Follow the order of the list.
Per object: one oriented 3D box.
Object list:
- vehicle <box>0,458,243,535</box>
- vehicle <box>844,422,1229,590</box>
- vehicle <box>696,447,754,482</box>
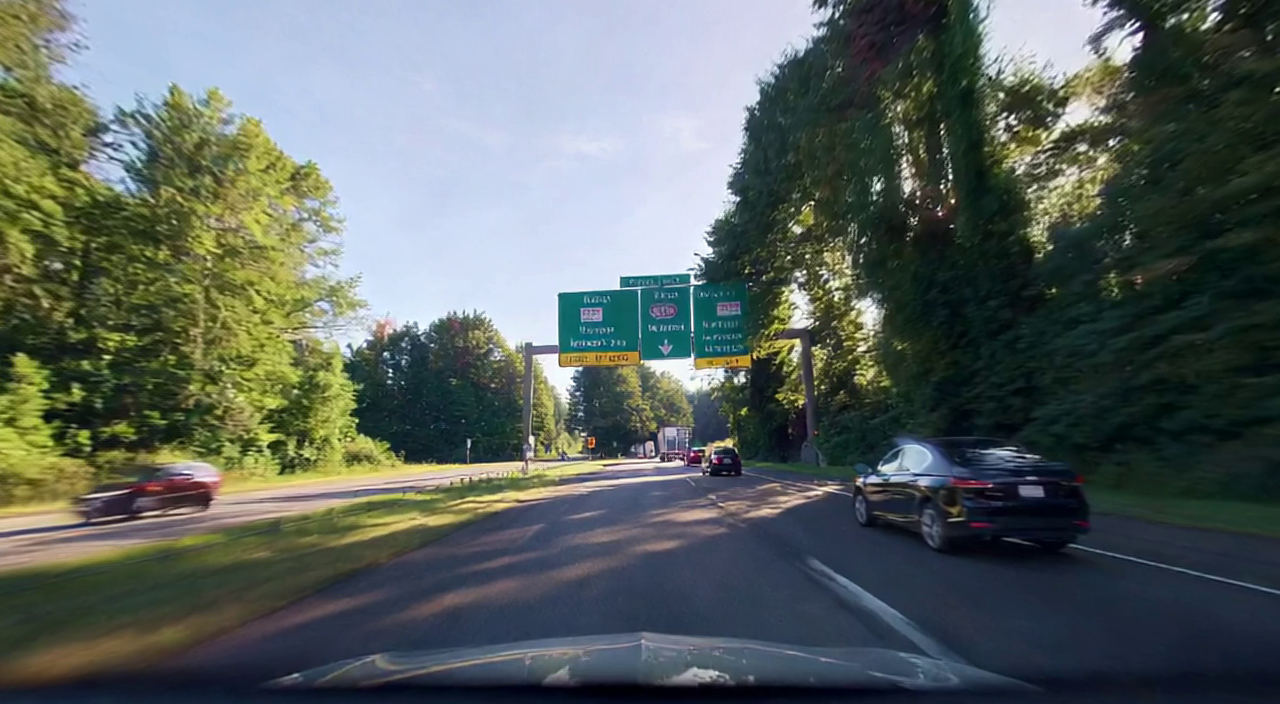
[{"bbox_3d":[-12.678,3.479,15.814,2.197,1.503,4.962,0,-9,0],"label":"vehicle"},{"bbox_3d":[4.472,1.796,8.254,1.995,1.544,4.579,0,-9,-1],"label":"vehicle"},{"bbox_3d":[3.974,5.309,30.145,2.031,1.491,4.883,0,-9,-1],"label":"vehicle"}]
